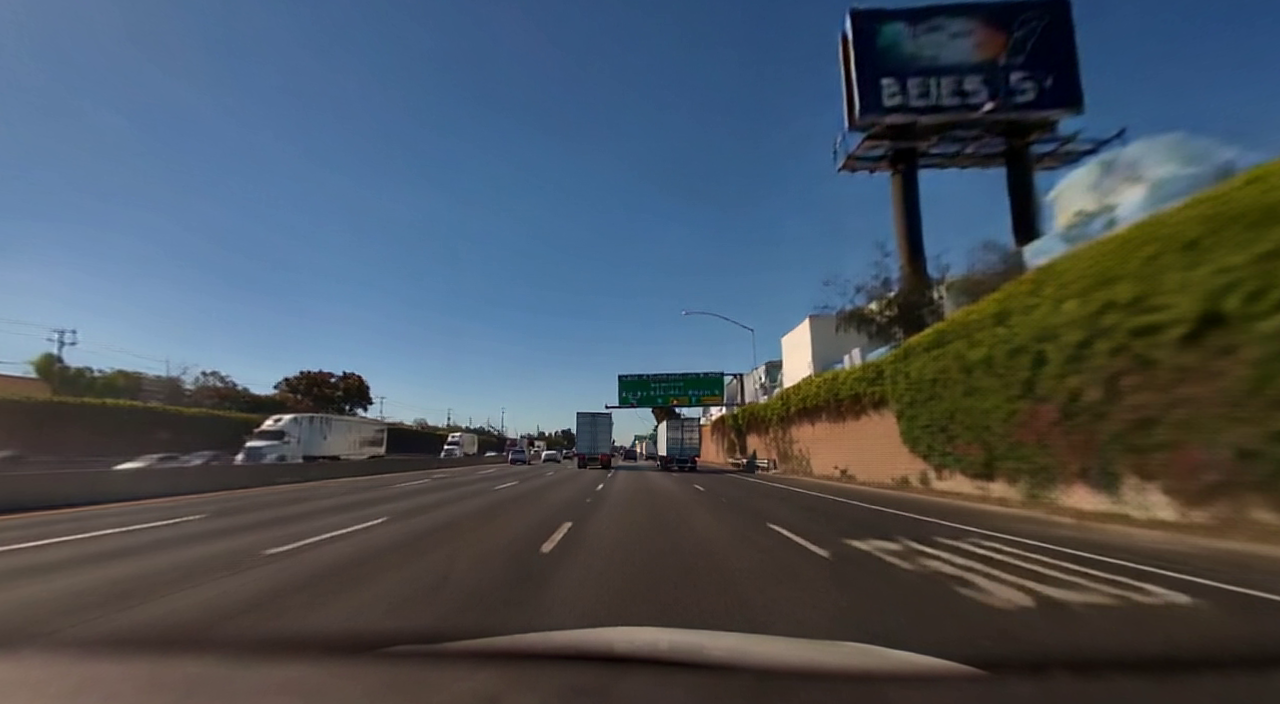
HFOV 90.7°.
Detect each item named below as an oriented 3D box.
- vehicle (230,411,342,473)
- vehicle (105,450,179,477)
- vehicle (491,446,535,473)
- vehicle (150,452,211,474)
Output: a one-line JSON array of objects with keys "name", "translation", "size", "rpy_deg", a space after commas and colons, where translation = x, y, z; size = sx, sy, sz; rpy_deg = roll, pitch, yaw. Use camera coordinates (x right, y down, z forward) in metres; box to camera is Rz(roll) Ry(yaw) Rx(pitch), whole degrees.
[{"name": "vehicle", "translation": [-23.645, 6.127, 42.950], "size": [3.008, 3.765, 8.086], "rpy_deg": [0, -9, -1]}, {"name": "vehicle", "translation": [-26.958, 6.015, 34.350], "size": [1.447, 1.339, 3.236], "rpy_deg": [-1, -9, -2]}, {"name": "vehicle", "translation": [-8.164, 6.929, 40.979], "size": [2.132, 1.679, 4.045], "rpy_deg": [0, -9, -3]}, {"name": "vehicle", "translation": [-30.432, 7.356, 42.012], "size": [1.517, 1.361, 3.423], "rpy_deg": [0, -9, -2]}]
